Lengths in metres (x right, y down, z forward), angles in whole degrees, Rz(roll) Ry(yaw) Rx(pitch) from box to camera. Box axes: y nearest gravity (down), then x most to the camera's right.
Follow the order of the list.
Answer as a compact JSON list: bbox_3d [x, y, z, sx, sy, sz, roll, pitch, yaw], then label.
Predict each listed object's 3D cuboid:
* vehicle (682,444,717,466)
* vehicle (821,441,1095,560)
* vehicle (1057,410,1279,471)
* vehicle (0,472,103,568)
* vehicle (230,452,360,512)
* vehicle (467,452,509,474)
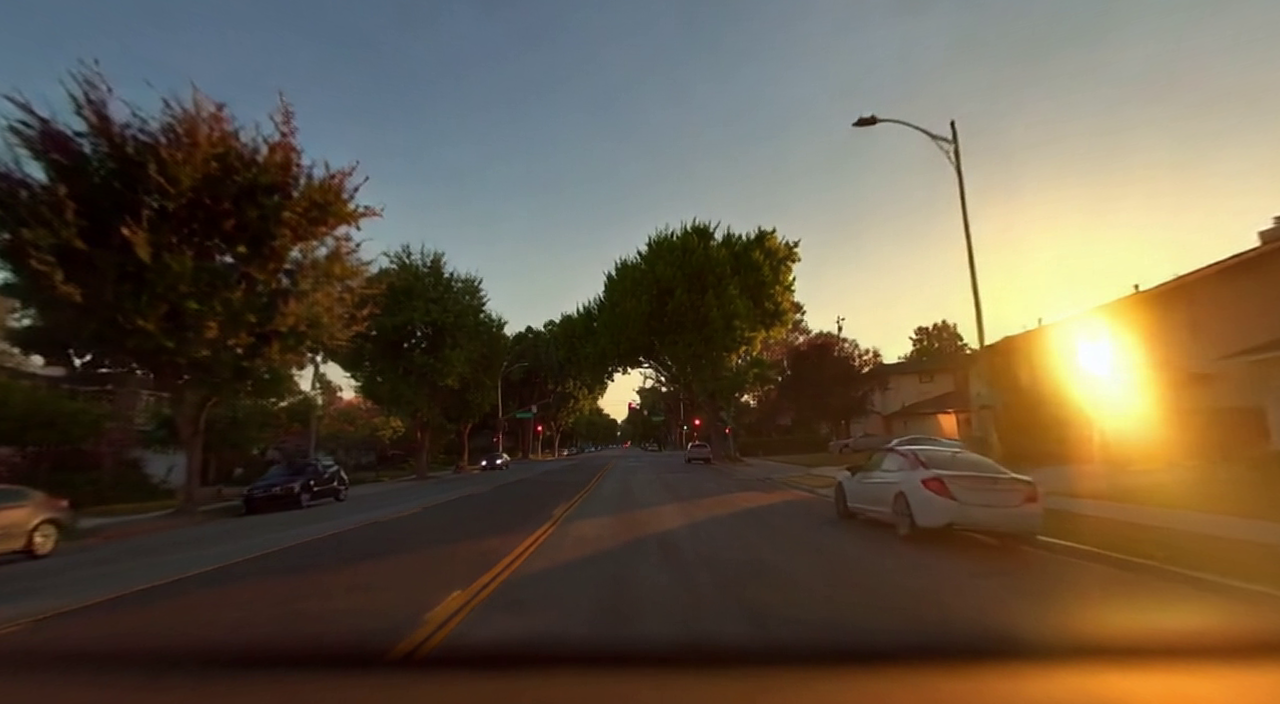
[{"bbox_3d":[4.283,7.503,46.309,1.963,1.477,4.804,0,-9,-1],"label":"vehicle"},{"bbox_3d":[4.536,2.150,9.952,2.063,1.444,4.217,0,-8,-1],"label":"vehicle"},{"bbox_3d":[14.491,2.440,17.347,4.660,1.546,1.916,0,-8,0],"label":"vehicle"},{"bbox_3d":[-11.350,2.751,10.079,1.867,1.471,4.139,0,-9,1],"label":"vehicle"},{"bbox_3d":[-11.416,4.271,21.325,1.977,1.753,4.278,0,-8,0],"label":"vehicle"},{"bbox_3d":[-11.774,8.608,49.221,2.029,1.550,4.562,-1,-8,1],"label":"vehicle"}]
